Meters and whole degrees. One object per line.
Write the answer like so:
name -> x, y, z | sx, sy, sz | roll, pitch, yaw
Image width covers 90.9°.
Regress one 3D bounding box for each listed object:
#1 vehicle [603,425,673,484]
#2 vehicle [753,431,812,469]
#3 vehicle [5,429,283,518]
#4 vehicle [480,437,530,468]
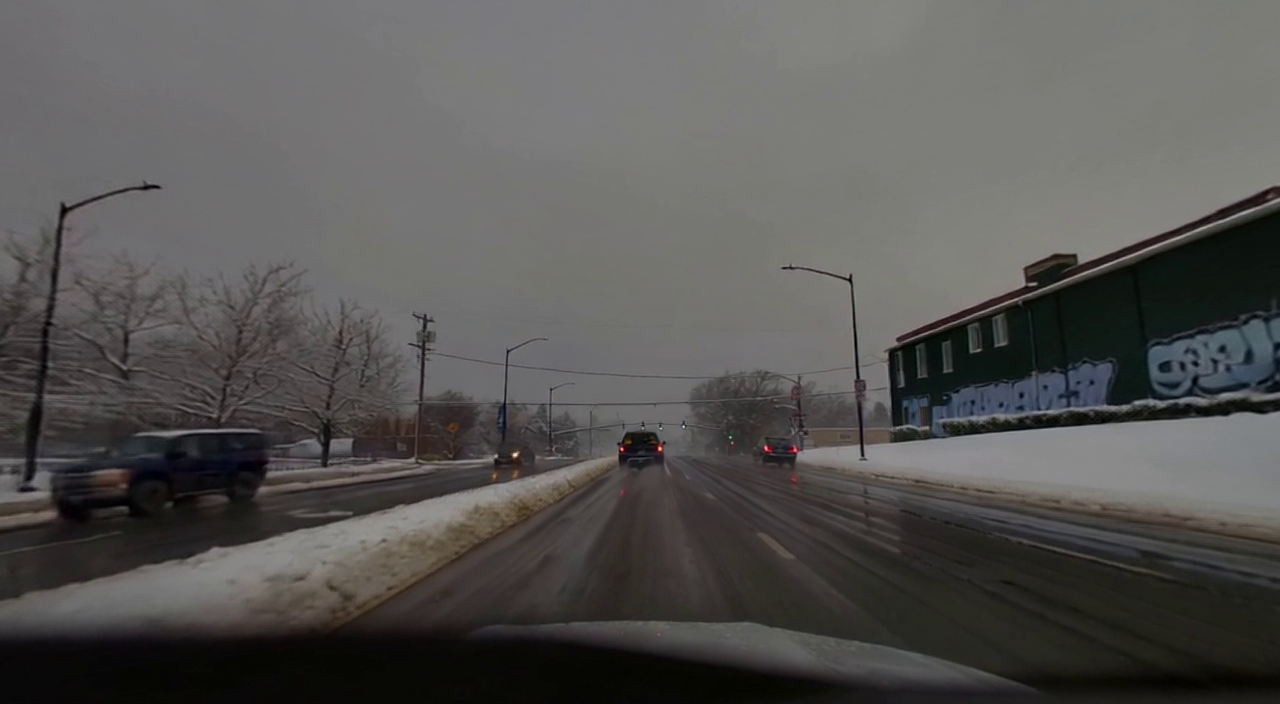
vehicle -> -0.005, 3.527, 22.023 | 2.160, 1.786, 4.702 | -1, -8, 1
vehicle -> 7.002, 4.850, 31.493 | 1.952, 1.749, 4.311 | 0, -8, 0
vehicle -> -13.101, 3.206, 17.450 | 2.544, 2.014, 5.821 | -1, -8, 6
vehicle -> -8.389, 6.272, 39.538 | 1.979, 1.794, 4.264 | -1, -8, 3
